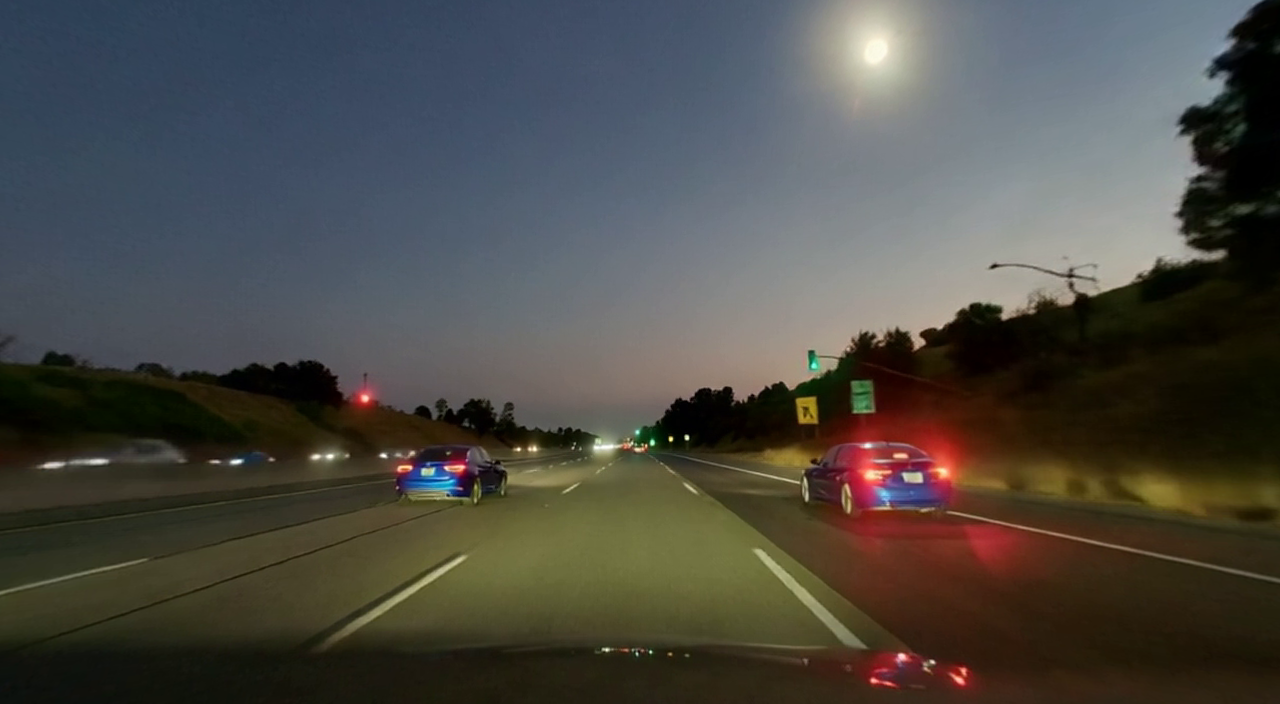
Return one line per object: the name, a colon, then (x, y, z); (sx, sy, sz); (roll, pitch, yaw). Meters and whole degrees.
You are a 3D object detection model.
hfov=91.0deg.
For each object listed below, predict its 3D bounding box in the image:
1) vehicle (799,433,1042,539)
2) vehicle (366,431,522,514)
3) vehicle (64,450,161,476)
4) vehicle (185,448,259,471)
vehicle: (4.575, 2.256, 11.322); (2.049, 1.481, 4.774); (0, -9, -2)
vehicle: (-4.067, 2.578, 14.002); (1.987, 1.516, 4.478); (0, -9, 0)
vehicle: (-32.875, 6.921, 39.421); (1.949, 1.465, 4.795); (0, -9, 0)
vehicle: (-28.723, 7.393, 43.440); (1.827, 1.473, 4.641); (0, -9, 1)
